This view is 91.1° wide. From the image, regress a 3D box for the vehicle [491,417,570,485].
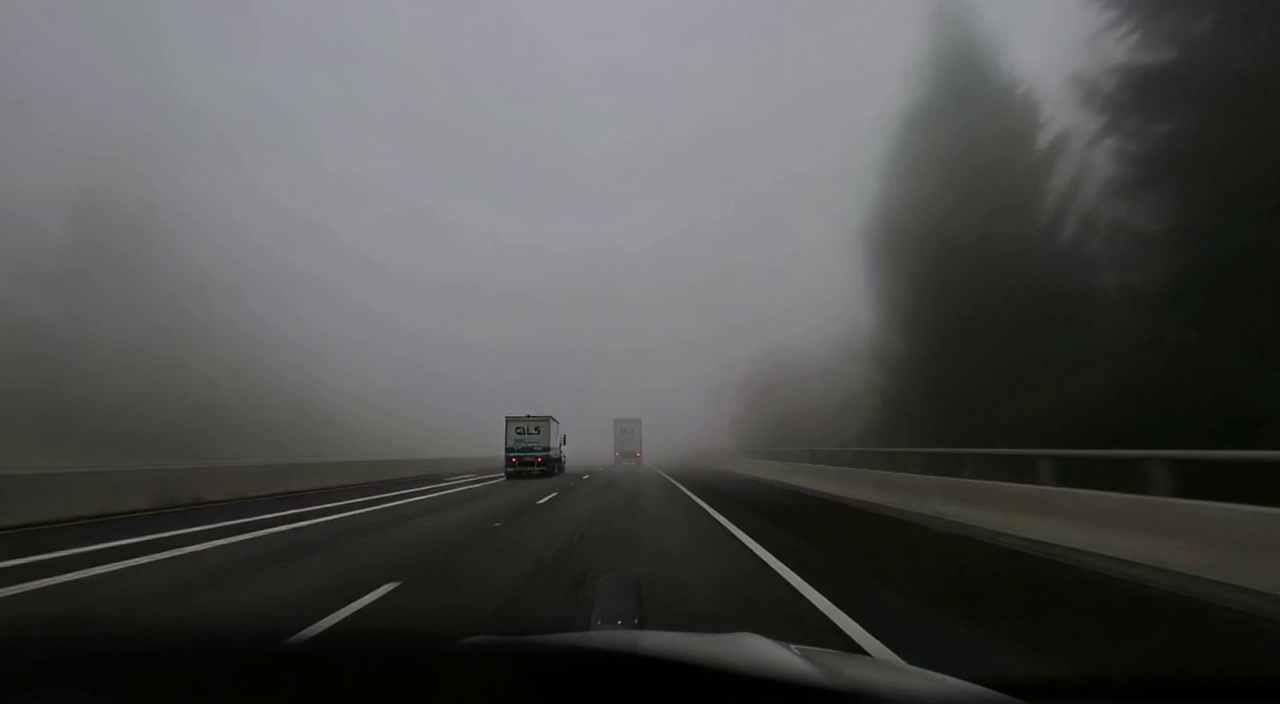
[{"bbox_3d":[-4.757,4.444,28.388,2.529,2.697,5.935,0,-9,0],"label":"vehicle"}]
